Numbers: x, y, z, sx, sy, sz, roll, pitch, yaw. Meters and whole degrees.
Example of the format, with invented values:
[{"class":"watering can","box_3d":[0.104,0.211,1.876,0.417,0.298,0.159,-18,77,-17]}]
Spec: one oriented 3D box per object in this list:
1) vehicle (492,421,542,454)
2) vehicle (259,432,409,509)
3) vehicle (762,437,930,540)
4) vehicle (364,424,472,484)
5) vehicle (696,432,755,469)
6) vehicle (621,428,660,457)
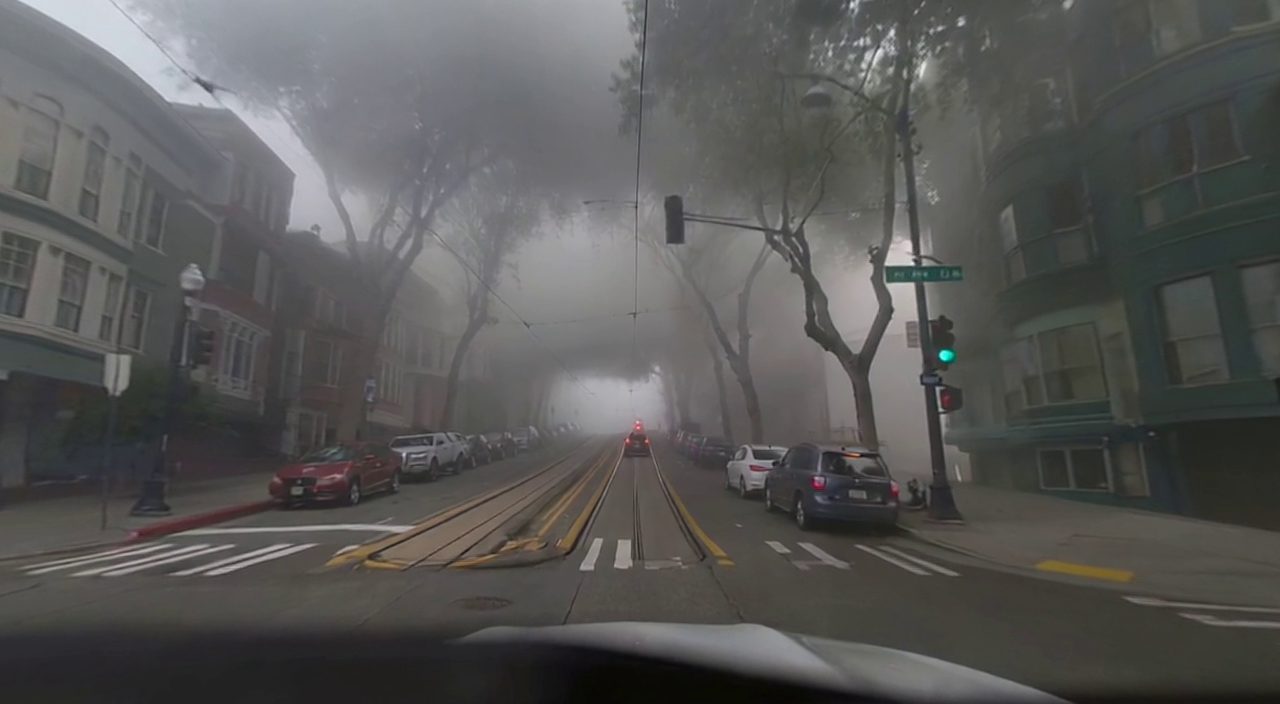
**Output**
[{"class":"vehicle","box_3d":[-7.354,5.201,38.248,2.049,1.821,5.066,0,-8,0]},{"class":"vehicle","box_3d":[-7.358,2.922,15.702,1.779,1.588,3.953,2,-10,-2]},{"class":"vehicle","box_3d":[3.911,2.614,12.865,1.929,1.723,4.134,0,-8,-1]},{"class":"vehicle","box_3d":[-7.382,3.469,21.578,1.861,1.751,4.550,1,-9,2]},{"class":"vehicle","box_3d":[3.776,4.431,28.617,1.890,1.559,4.281,0,-8,-2]},{"class":"vehicle","box_3d":[-0.019,5.075,35.484,1.984,1.571,3.404,0,-8,-3]}]
